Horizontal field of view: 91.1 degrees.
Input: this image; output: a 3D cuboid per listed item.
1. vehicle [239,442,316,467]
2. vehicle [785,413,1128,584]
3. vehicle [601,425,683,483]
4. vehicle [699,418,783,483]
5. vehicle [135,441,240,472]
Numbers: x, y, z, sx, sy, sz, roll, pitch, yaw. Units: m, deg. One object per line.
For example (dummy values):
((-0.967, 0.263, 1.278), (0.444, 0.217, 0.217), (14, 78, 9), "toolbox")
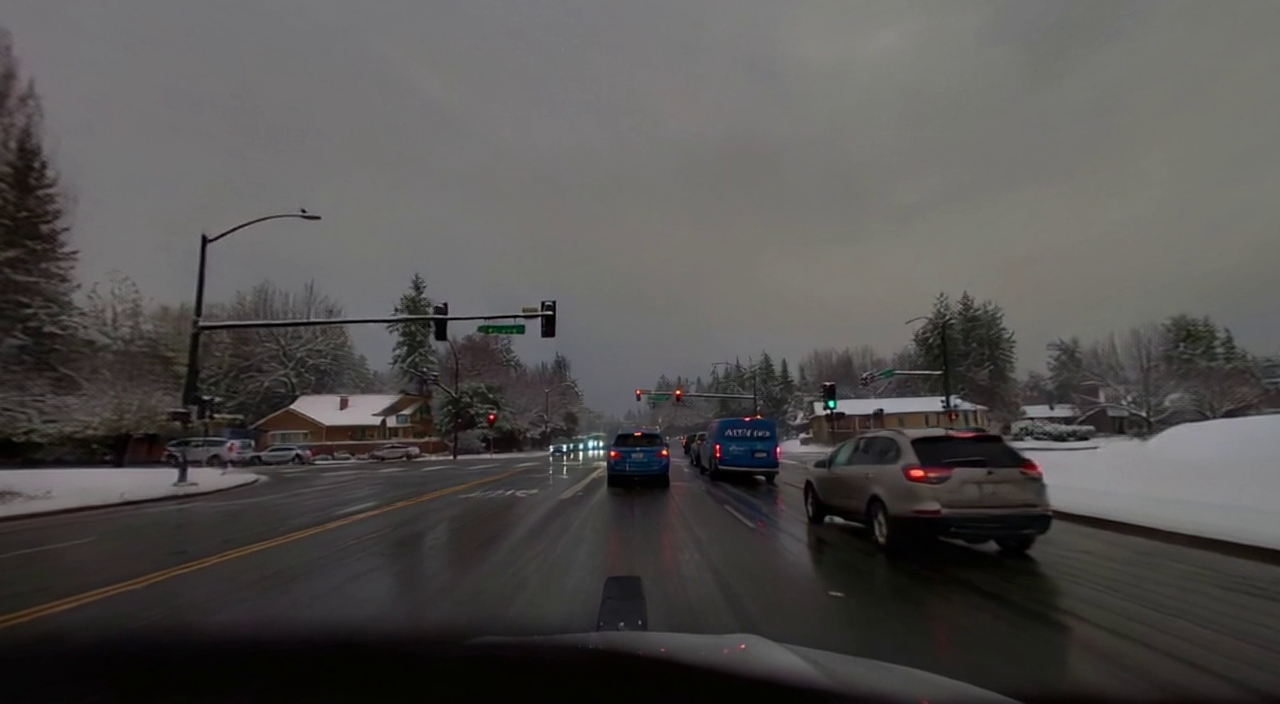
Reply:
((-24.992, 7.064, 43.362), (4.073, 1.603, 1.920), (1, -9, -8), "vehicle")
((3.361, 1.660, 7.940), (1.934, 1.506, 4.544), (0, -9, 0), "vehicle")
((0.104, 3.257, 20.127), (2.321, 1.624, 4.367), (0, -9, 1), "vehicle")
((3.201, 3.251, 20.785), (2.059, 1.924, 4.257), (0, -9, 0), "vehicle")
((-28.118, 6.484, 39.160), (4.757, 1.841, 2.121), (1, -9, -7), "vehicle")
